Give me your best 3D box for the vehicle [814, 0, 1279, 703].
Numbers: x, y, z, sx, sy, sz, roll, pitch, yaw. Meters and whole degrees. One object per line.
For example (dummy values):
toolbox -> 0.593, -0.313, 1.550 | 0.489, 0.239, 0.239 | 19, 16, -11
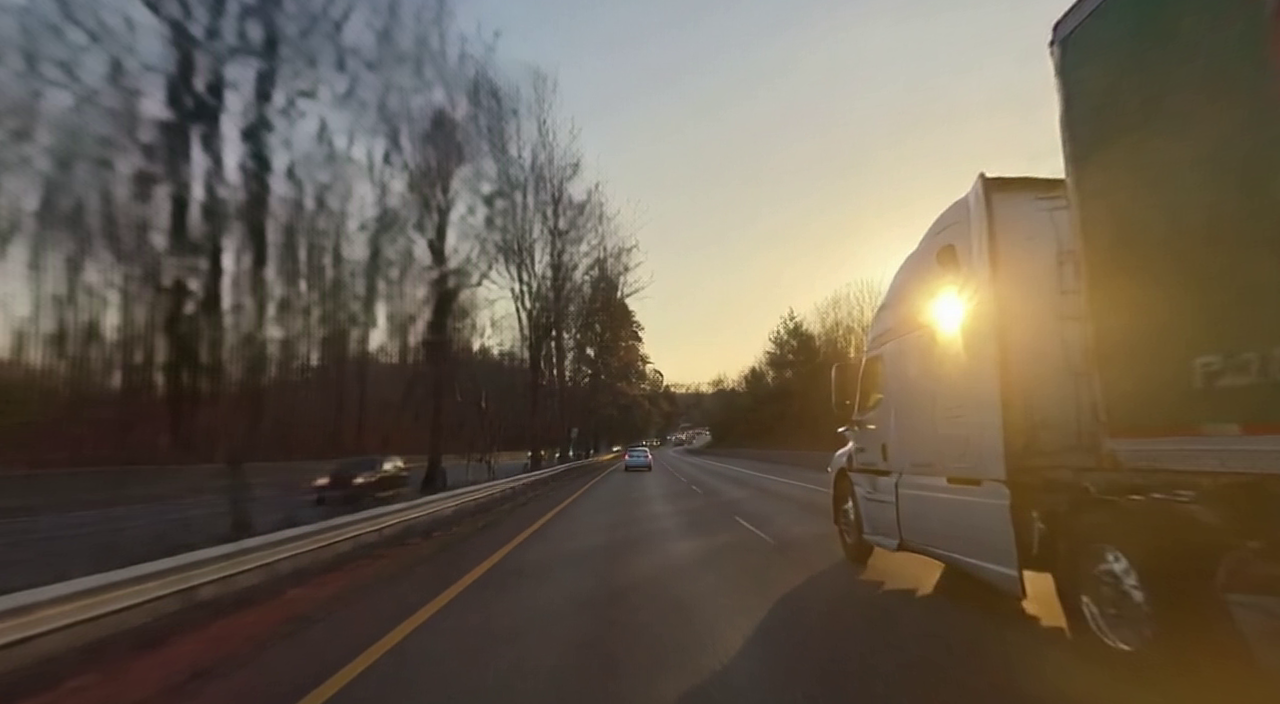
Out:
vehicle -> 4.356, 0.345, 6.154 | 3.351, 3.699, 5.995 | 0, -9, -1

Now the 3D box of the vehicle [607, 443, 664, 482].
vehicle -> -0.209, 4.633, 26.527 | 2.244, 1.506, 4.097 | 0, -9, -1

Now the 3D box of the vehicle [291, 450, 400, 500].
vehicle -> -9.859, 4.117, 21.375 | 1.874, 1.506, 3.934 | 0, -9, -2
